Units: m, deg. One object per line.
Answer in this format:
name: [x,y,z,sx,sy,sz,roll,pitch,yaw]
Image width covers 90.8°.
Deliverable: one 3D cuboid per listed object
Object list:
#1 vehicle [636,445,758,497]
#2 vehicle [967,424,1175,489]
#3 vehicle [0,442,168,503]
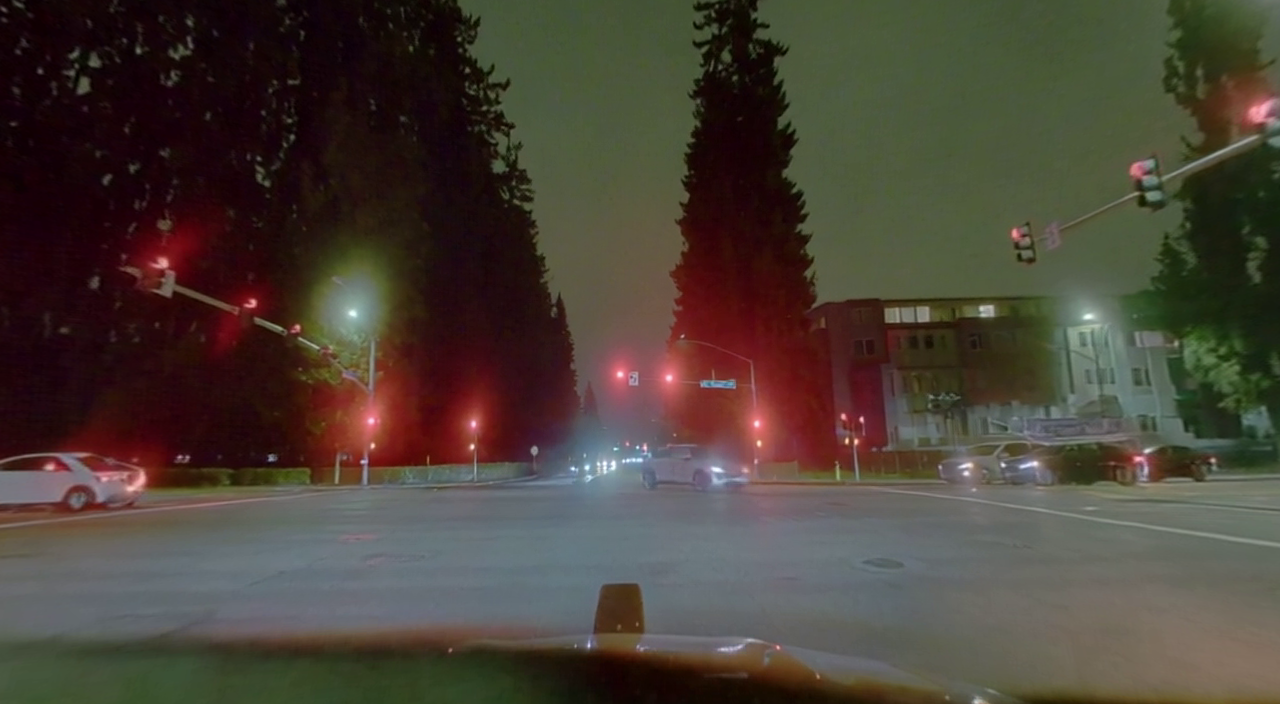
vehicle: [2.016,4.421,24.010,2.162,1.740,4.728,5,-10,-32]
vehicle: [16.740,4.089,24.890,6.109,2.348,2.683,0,-9,1]
vehicle: [-18.481,3.833,20.111,4.798,1.763,2.536,-1,-10,0]
